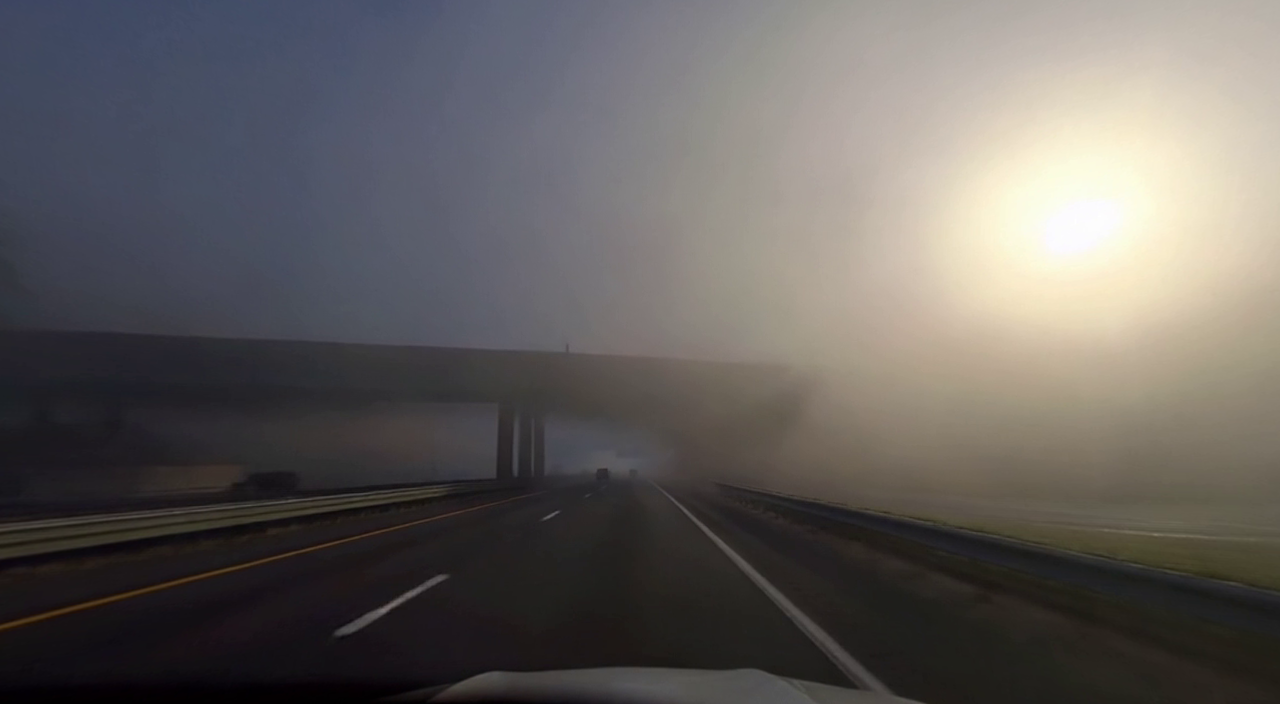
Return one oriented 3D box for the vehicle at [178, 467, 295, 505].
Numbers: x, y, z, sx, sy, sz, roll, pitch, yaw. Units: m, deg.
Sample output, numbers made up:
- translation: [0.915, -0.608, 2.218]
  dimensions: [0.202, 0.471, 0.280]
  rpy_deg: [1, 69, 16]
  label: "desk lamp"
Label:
- translation: [-16.722, 5.554, 26.413]
  dimensions: [1.870, 1.436, 4.499]
  rpy_deg: [1, -10, 1]
  label: "vehicle"
